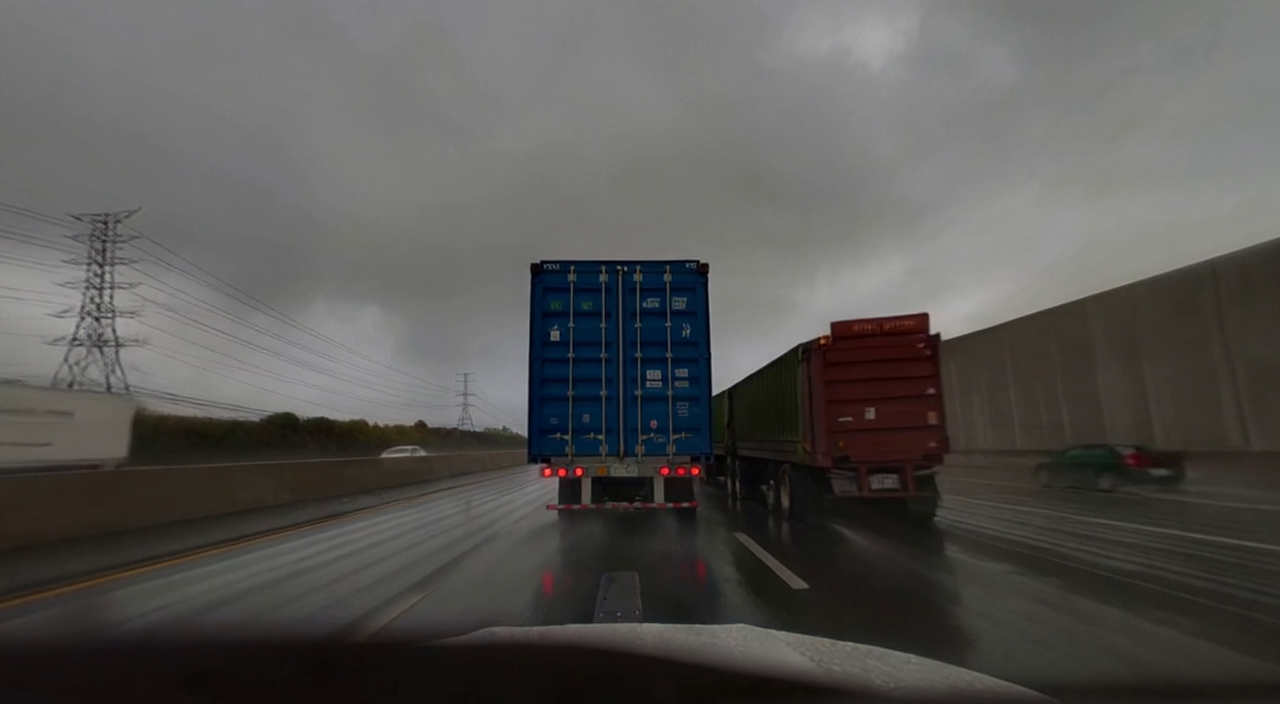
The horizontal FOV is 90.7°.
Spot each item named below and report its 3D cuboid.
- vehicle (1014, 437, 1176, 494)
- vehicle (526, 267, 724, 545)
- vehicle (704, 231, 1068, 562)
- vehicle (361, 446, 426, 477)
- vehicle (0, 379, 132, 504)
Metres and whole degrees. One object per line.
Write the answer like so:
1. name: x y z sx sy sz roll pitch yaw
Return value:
1. vehicle: 12.811 3.201 18.150 1.766 1.452 3.703 0 -9 -2
2. vehicle: -0.224 1.625 15.308 2.841 4.071 12.046 0 -9 0
3. vehicle: 3.578 1.437 14.181 2.797 4.023 13.066 0 -9 0
4. vehicle: -13.045 5.798 33.769 1.950 1.526 3.713 0 -9 0
5. vehicle: -20.400 2.418 17.105 2.770 3.665 12.784 0 -9 0
